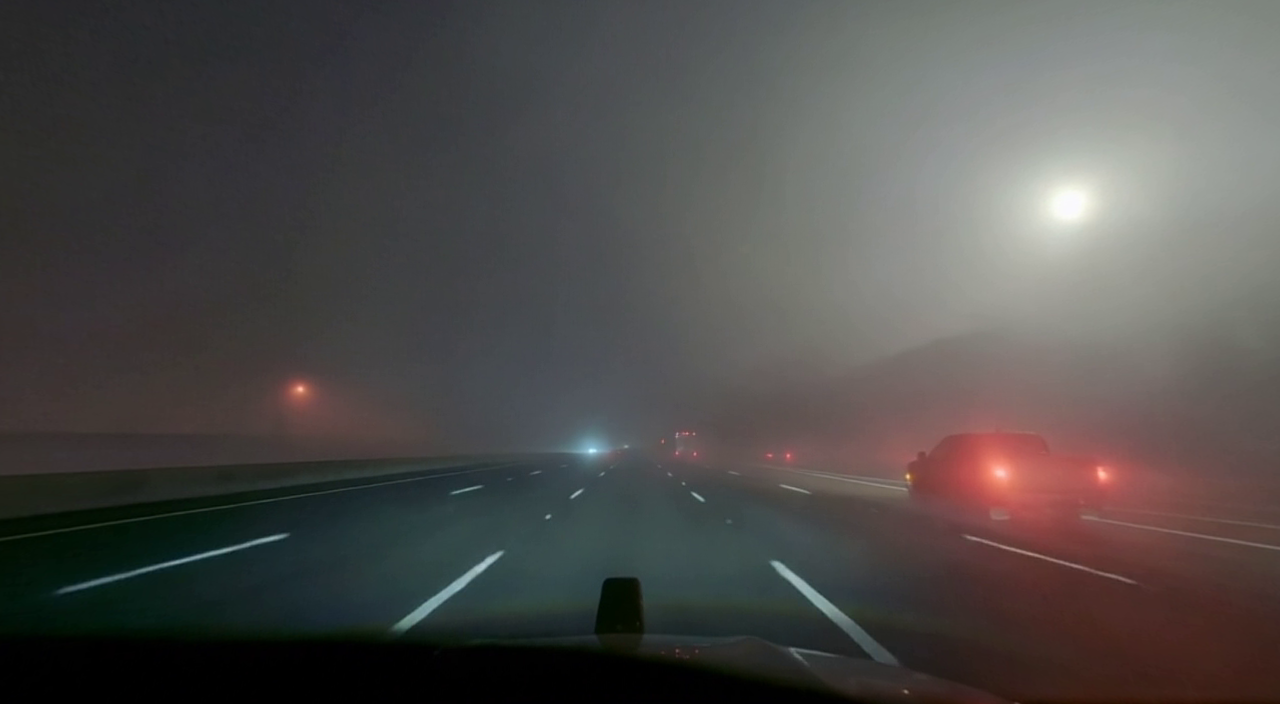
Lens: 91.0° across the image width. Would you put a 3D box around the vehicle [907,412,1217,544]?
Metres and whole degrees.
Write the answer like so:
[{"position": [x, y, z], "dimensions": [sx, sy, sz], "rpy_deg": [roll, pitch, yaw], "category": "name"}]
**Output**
[{"position": [6.692, 2.048, 10.871], "dimensions": [2.096, 1.767, 4.601], "rpy_deg": [0, -9, 0], "category": "vehicle"}]
